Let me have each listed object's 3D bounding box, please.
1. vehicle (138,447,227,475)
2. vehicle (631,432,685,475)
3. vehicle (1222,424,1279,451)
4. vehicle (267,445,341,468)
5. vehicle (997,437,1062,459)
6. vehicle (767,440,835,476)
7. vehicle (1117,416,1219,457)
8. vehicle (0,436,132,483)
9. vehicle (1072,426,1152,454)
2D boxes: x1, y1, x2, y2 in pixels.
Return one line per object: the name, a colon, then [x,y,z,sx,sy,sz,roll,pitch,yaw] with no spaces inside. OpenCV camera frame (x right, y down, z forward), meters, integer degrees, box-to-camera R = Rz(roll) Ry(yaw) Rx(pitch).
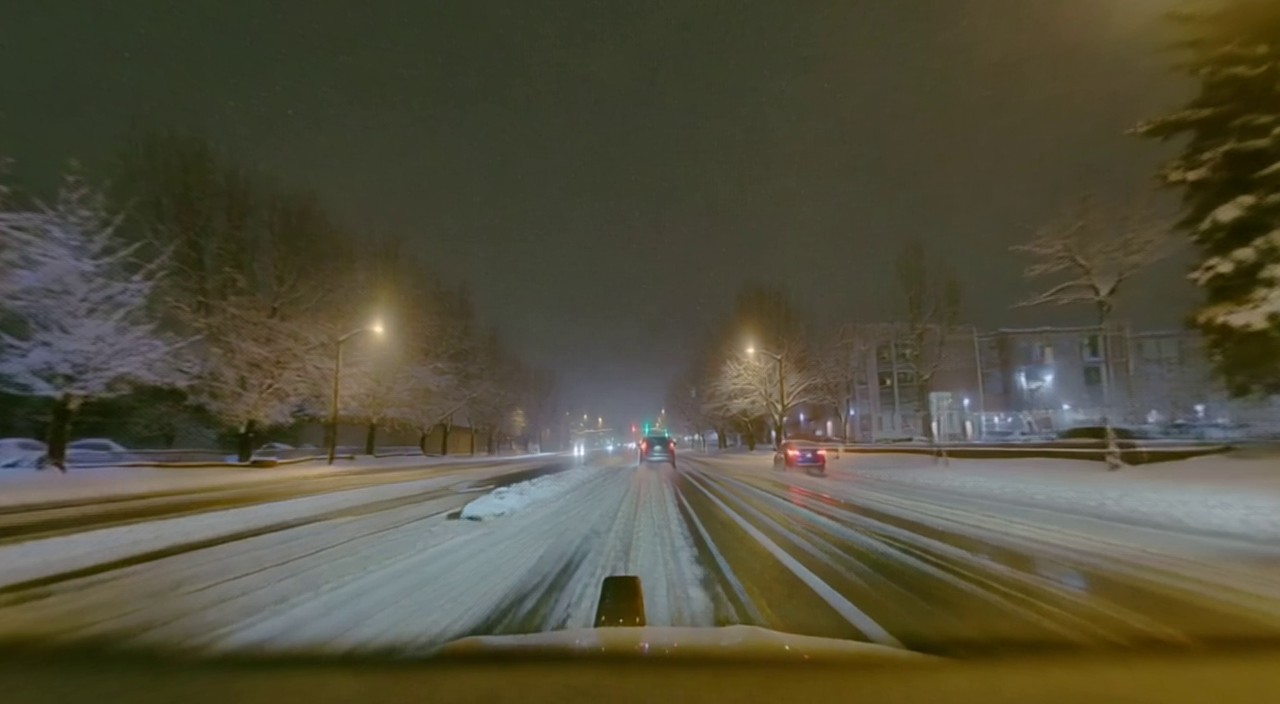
vehicle: [-29.691,7.064,41.087,4.251,1.598,1.925,-2,-10,-2]
vehicle: [0.732,4.615,28.959,2.227,1.794,4.457,0,-8,-2]
vehicle: [42.078,5.755,42.321,1.860,1.717,4.716,-1,-8,4]
vehicle: [-26.280,8.178,49.510,4.541,1.676,2.063,0,-8,1]
vehicle: [26.533,6.565,43.184,1.887,1.419,4.191,0,-9,2]
vehicle: [7.563,4.998,30.085,2.029,1.548,4.422,0,-8,-1]
vehicle: [34.966,5.697,42.083,2.537,2.468,5.020,0,-9,3]
vehicle: [-30.323,5.614,33.221,5.278,2.181,1.993,-1,-6,-5]
vehicle: [31.965,6.017,43.001,1.924,1.809,4.977,-1,-8,5]
